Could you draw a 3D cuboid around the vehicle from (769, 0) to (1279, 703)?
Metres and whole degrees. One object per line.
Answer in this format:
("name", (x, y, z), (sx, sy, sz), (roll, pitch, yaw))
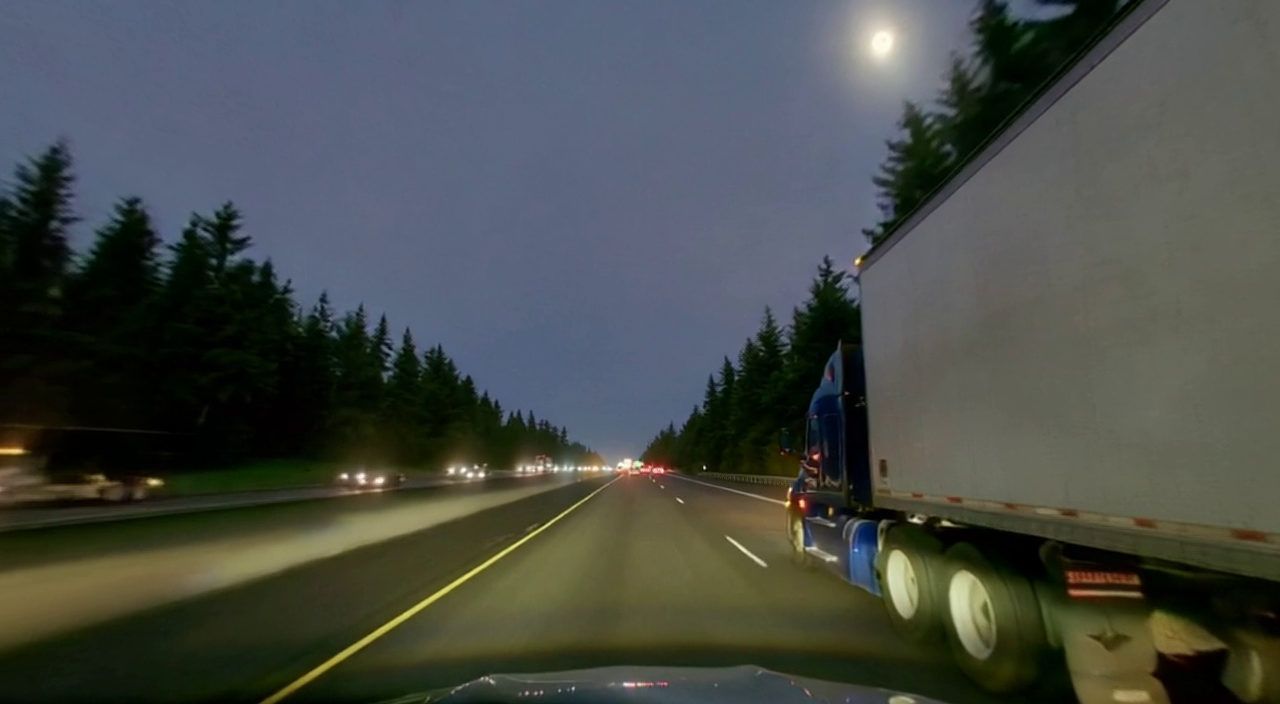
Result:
("vehicle", (3.605, 0.174, 5.194), (3.019, 4.226, 9.221), (1, -10, 0))

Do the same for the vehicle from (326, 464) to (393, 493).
("vehicle", (-16.809, 7.608, 38.014), (2.036, 1.583, 4.433), (1, -10, -1))

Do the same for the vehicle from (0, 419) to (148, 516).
("vehicle", (-20.974, 3.910, 21.363), (2.805, 2.910, 7.007), (1, -10, -1))

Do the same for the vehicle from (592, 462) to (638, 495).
("vehicle", (-1.133, 5.987, 29.932), (2.032, 1.407, 3.641), (1, -10, 0))

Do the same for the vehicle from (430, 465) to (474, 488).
("vehicle", (-12.845, 8.534, 43.260), (1.819, 1.472, 4.085), (1, -10, -1))
